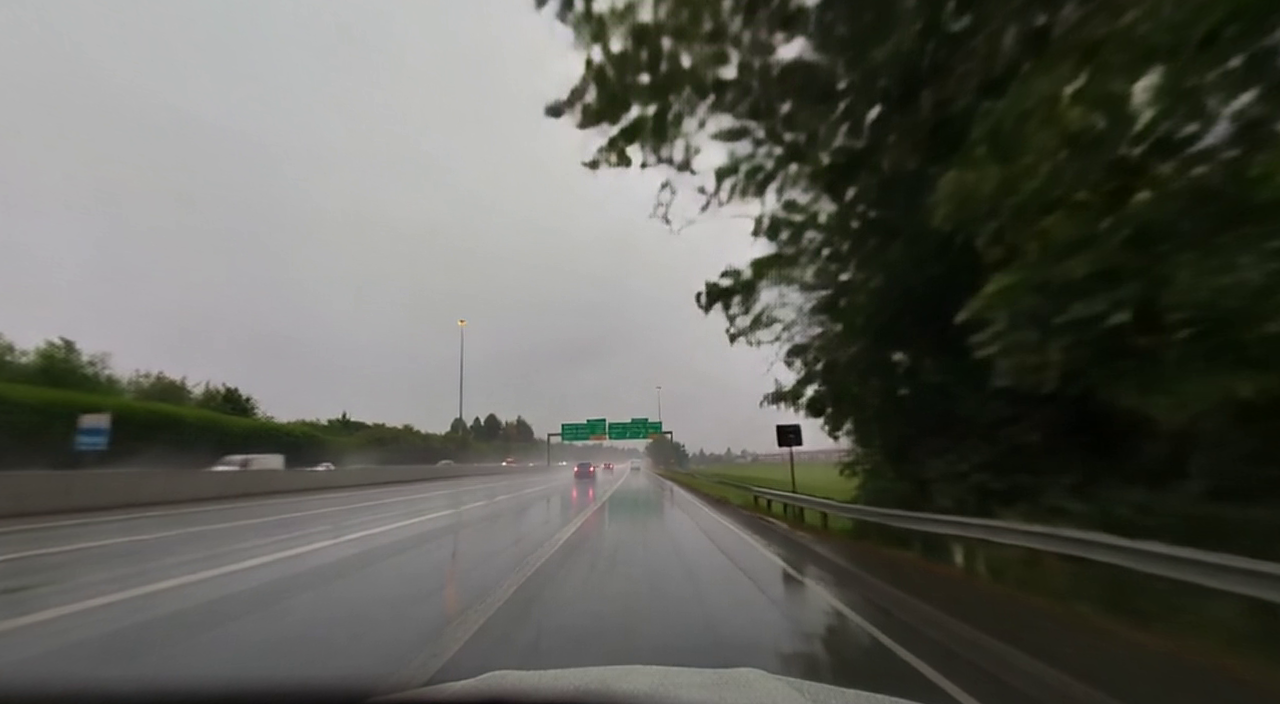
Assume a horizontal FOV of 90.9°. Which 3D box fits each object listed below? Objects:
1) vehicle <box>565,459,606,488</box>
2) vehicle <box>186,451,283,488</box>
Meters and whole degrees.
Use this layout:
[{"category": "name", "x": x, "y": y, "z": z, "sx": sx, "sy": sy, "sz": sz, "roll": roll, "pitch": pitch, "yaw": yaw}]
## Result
[{"category": "vehicle", "x": -3.182, "y": 7.230, "z": 37.569, "sx": 2.092, "sy": 1.642, "sz": 3.895, "roll": 1, "pitch": -10, "yaw": 0}, {"category": "vehicle", "x": -25.579, "y": 7.468, "z": 40.066, "sx": 2.197, "sy": 2.085, "sz": 5.778, "roll": 1, "pitch": -11, "yaw": 0}]
